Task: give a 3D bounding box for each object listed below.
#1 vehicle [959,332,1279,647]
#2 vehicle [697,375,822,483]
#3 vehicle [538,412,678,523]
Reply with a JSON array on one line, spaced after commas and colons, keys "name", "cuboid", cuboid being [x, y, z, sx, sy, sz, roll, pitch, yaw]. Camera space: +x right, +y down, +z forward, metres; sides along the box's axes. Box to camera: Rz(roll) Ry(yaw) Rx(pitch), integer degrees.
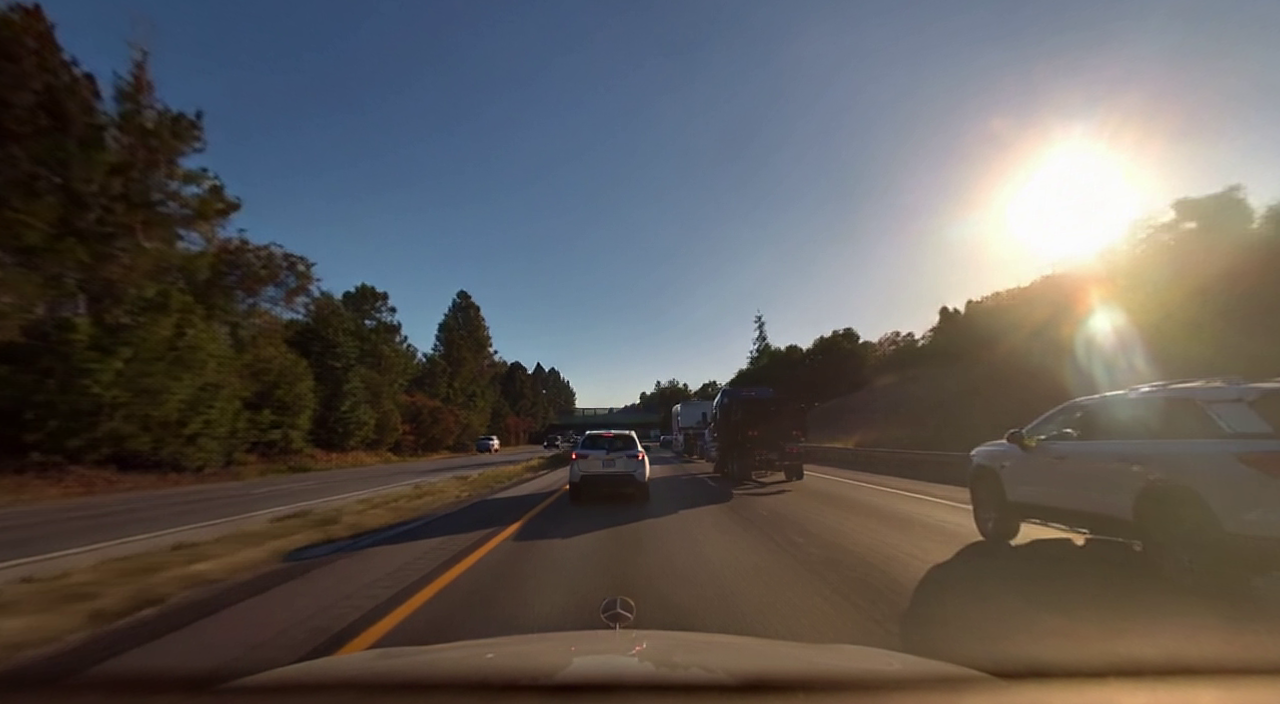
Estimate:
[{"name": "vehicle", "cuboid": [4.910, 1.077, 5.665, 2.011, 1.905, 3.905, 0, -8, 0]}, {"name": "vehicle", "cuboid": [3.748, 2.723, 22.082, 2.723, 3.027, 8.478, 0, -7, 0]}, {"name": "vehicle", "cuboid": [-0.512, 1.996, 11.481, 2.082, 1.638, 4.055, 0, -8, -1]}]
